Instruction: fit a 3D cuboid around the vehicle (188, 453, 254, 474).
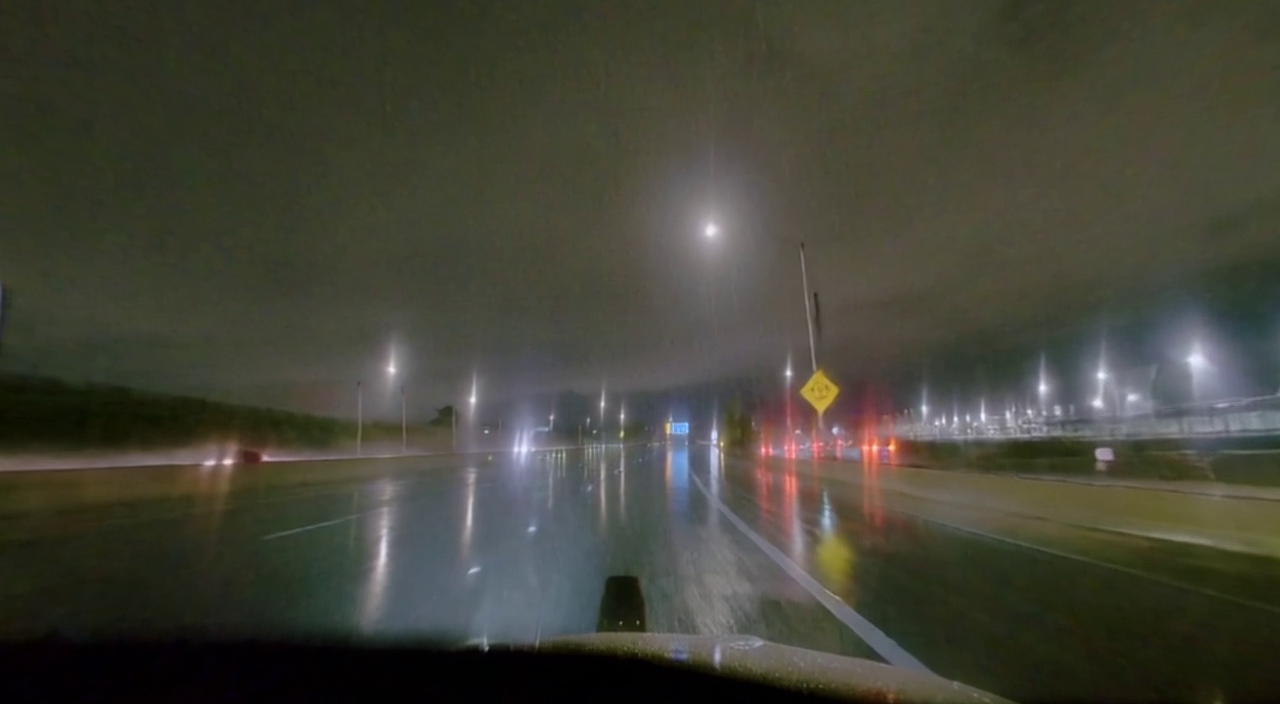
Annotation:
[{"bbox_3d":[-29.632,7.883,44.720,1.761,1.443,4.092,0,-9,2],"label":"vehicle"}]
